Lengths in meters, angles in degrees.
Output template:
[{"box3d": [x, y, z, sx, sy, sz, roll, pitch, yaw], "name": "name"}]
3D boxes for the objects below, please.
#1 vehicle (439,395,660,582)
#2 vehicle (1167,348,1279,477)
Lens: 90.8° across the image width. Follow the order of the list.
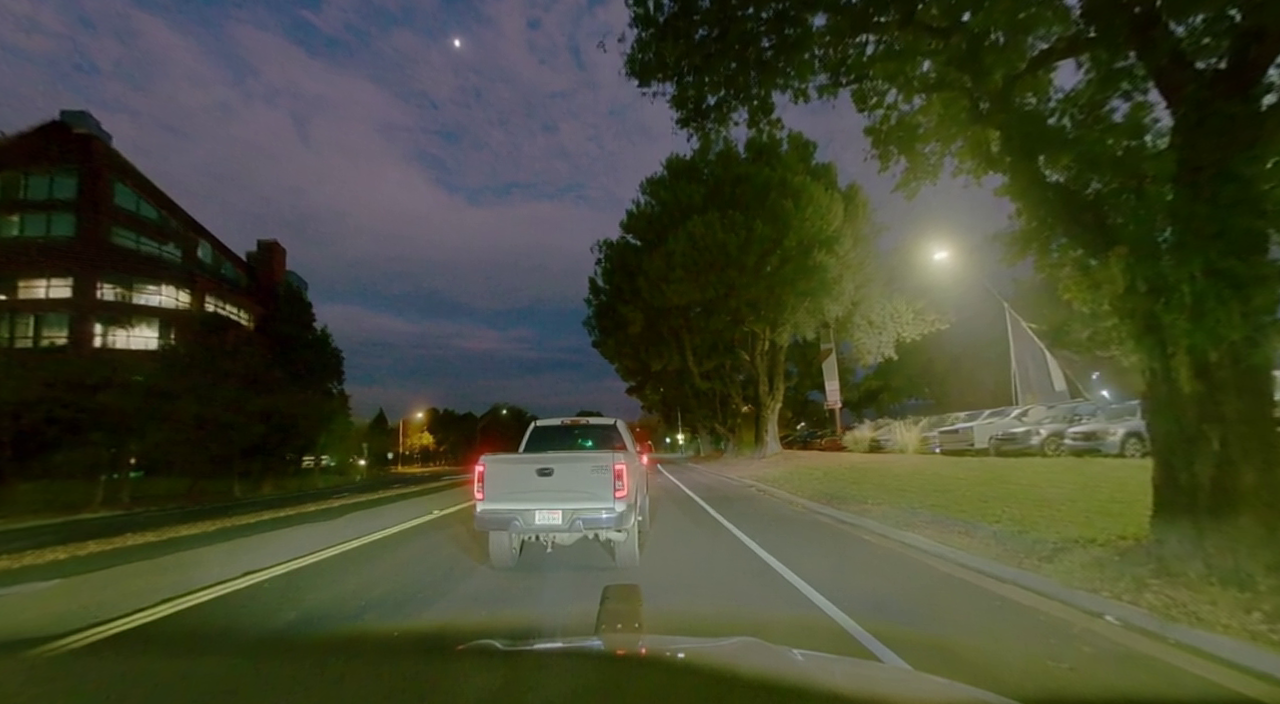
[{"box3d": [-0.834, 1.703, 8.773, 2.157, 1.816, 5.039, 0, -8, 1], "name": "vehicle"}, {"box3d": [12.560, 1.122, 10.636, 5.191, 1.983, 2.335, 1, -8, 2], "name": "vehicle"}]
